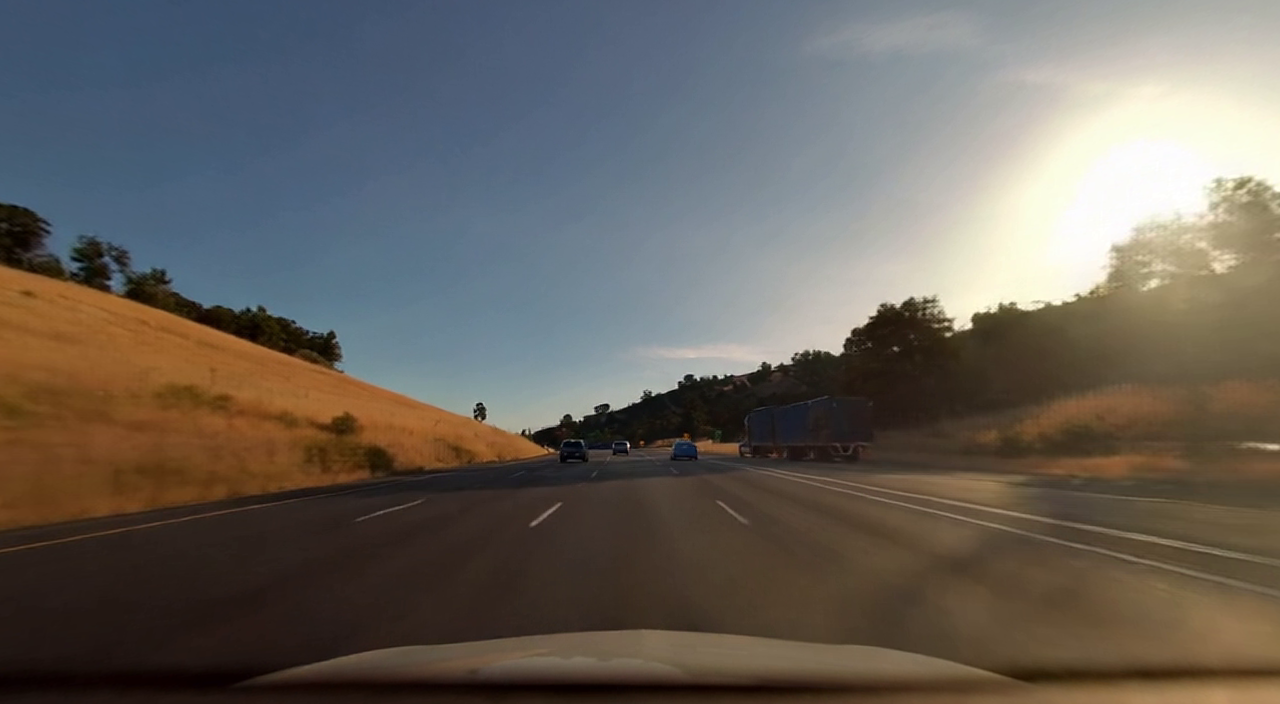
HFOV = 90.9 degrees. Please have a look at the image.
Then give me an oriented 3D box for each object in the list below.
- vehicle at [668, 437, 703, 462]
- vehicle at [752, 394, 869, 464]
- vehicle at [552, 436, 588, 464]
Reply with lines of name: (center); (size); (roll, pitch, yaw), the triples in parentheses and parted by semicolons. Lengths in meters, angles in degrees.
vehicle: (3.182, 6.923, 44.862); (1.995, 1.712, 4.206); (0, -8, -3)
vehicle: (11.554, 5.721, 45.604); (2.953, 4.129, 16.568); (0, -8, -3)
vehicle: (-4.945, 6.988, 45.252); (2.120, 1.855, 4.619); (0, -8, -1)
